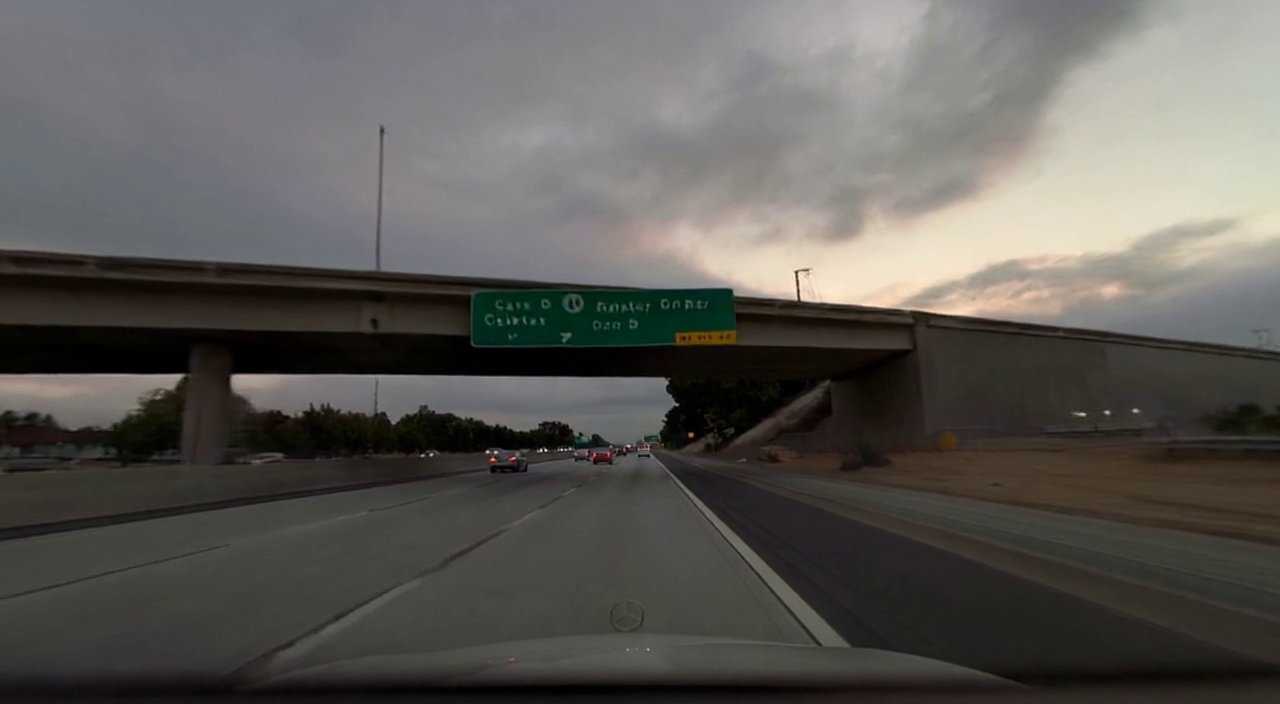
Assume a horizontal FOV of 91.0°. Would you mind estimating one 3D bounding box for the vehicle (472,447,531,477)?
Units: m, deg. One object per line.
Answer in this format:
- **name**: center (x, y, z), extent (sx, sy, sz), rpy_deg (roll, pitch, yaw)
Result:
- **vehicle**: center (-7.293, 5.832, 33.630), extent (2.002, 1.507, 4.631), rpy_deg (0, -9, 1)
